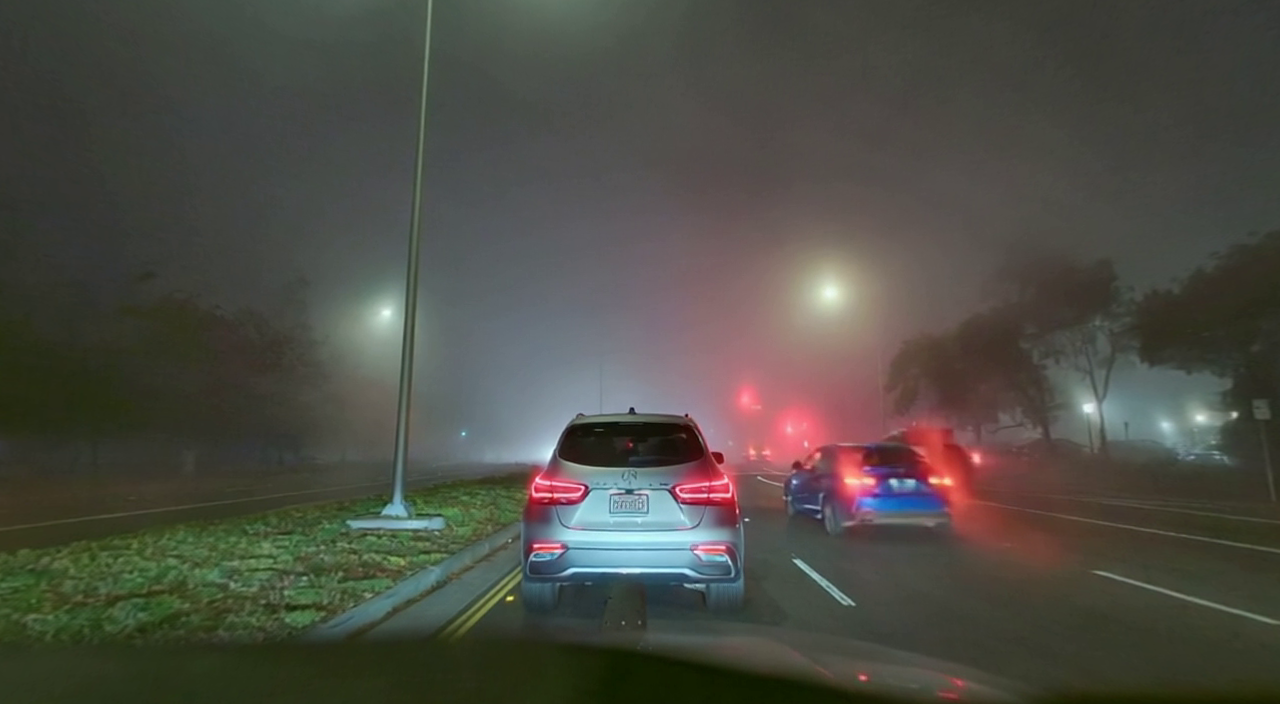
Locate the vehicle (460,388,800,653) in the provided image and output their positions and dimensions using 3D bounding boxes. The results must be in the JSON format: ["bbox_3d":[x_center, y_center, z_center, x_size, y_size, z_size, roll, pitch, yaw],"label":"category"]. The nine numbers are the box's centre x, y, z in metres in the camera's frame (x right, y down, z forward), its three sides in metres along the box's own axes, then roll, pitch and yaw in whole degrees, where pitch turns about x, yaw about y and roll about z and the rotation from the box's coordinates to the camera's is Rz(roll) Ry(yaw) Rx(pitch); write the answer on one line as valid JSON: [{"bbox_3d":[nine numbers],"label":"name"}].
[{"bbox_3d":[-0.082,1.381,6.139,2.172,1.694,4.055,0,-8,-1],"label":"vehicle"}]

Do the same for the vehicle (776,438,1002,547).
[{"bbox_3d":[3.879,2.246,10.789,2.058,1.468,4.339,0,-9,0],"label":"vehicle"}]
